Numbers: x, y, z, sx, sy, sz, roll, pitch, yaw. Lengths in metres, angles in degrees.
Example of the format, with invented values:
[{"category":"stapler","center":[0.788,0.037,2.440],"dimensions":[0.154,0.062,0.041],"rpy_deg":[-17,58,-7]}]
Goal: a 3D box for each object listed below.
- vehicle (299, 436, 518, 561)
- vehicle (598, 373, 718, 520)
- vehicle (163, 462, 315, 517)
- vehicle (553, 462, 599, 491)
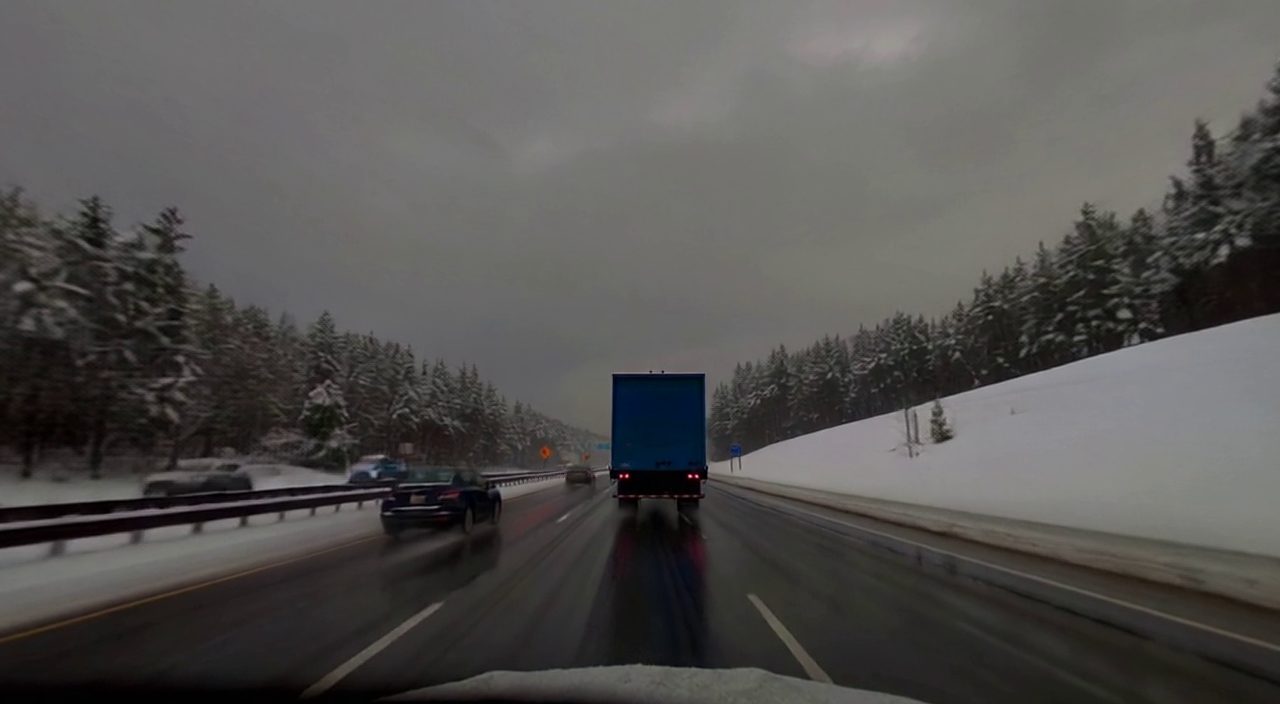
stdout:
[{"category":"vehicle","center":[-3.671,2.465,11.128],"dimensions":[2.076,1.691,4.555],"rpy_deg":[1,-10,0]},{"category":"vehicle","center":[0.441,3.234,20.728],"dimensions":[3.008,3.678,9.512],"rpy_deg":[1,-10,0]},{"category":"vehicle","center":[-12.705,4.376,20.412],"dimensions":[1.980,1.532,4.448],"rpy_deg":[1,-10,0]},{"category":"vehicle","center":[-3.589,7.148,36.372],"dimensions":[2.079,1.506,4.821],"rpy_deg":[0,-10,1]}]
